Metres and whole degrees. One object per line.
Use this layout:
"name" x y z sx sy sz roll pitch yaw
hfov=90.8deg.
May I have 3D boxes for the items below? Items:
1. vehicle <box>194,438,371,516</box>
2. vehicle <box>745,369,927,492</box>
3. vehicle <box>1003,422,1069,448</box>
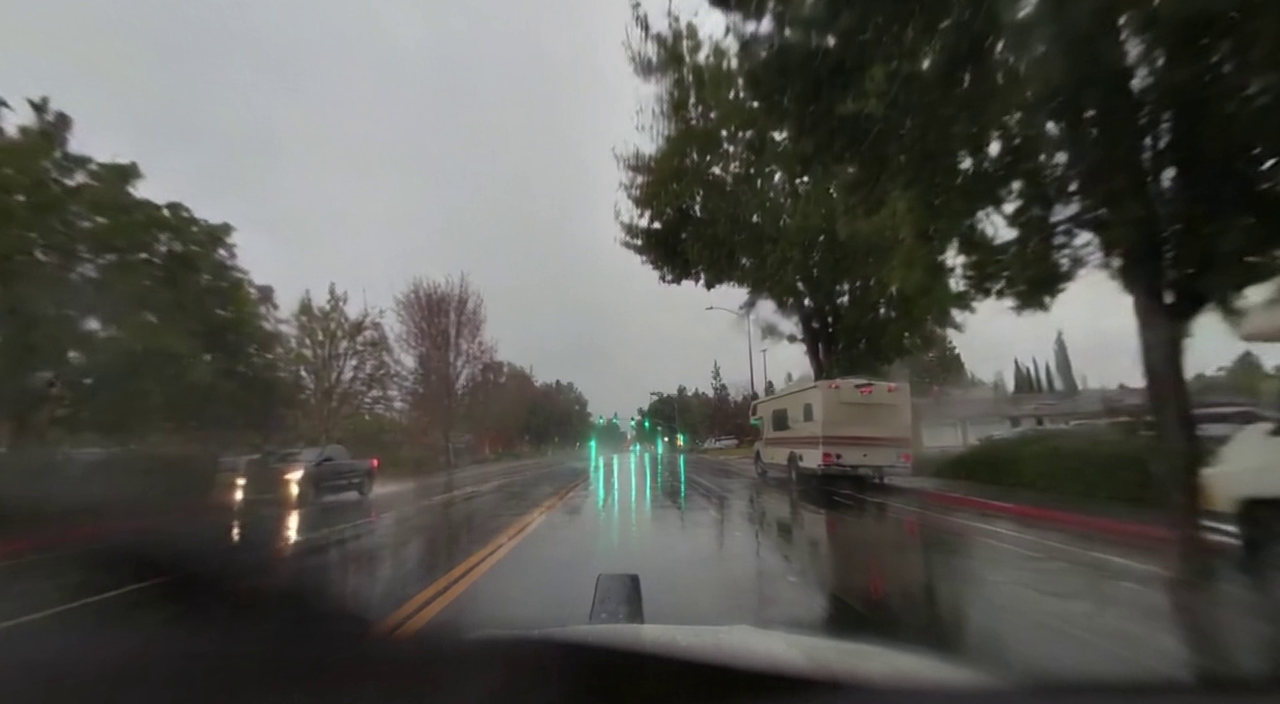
"vehicle" -9.972 3.465 18.243 2.391 1.843 4.764 -2 -8 -1
"vehicle" 5.992 2.800 21.629 2.944 3.252 9.712 0 -9 -1
"vehicle" 27.382 5.817 43.852 1.812 1.658 4.365 -1 -8 1
